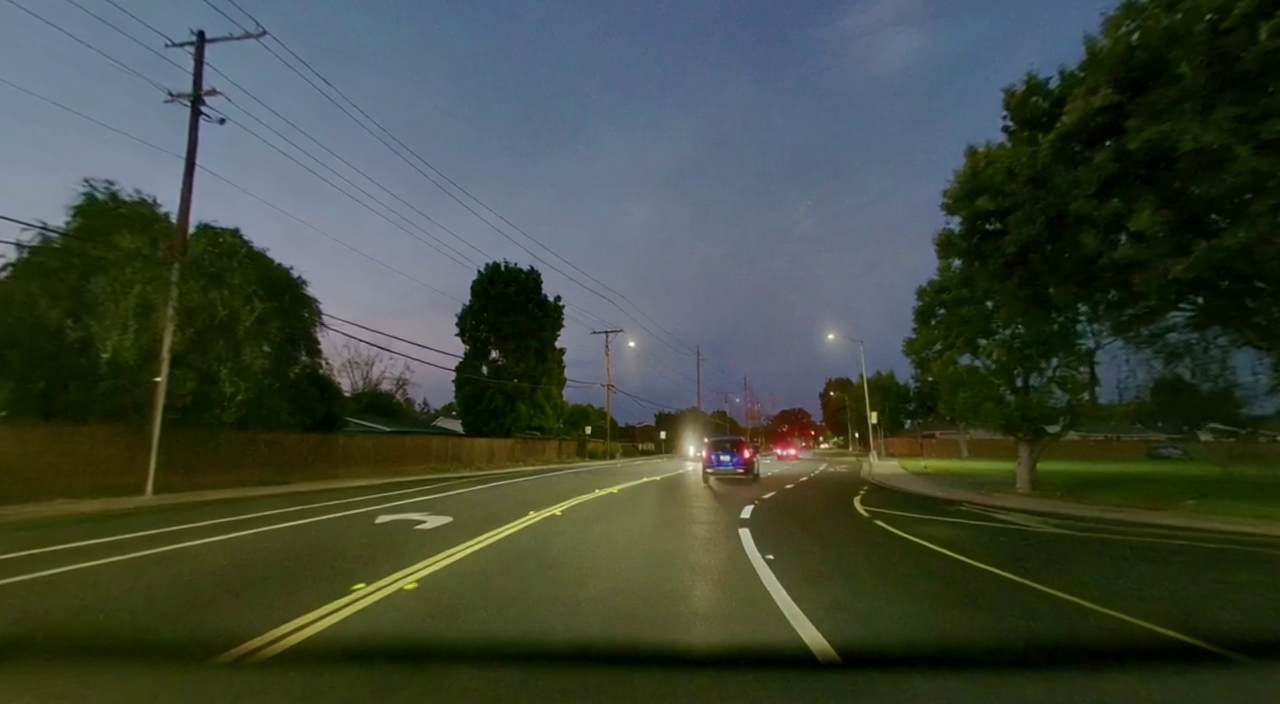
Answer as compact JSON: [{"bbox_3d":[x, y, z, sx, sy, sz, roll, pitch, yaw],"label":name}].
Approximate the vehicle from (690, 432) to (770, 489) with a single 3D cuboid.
[{"bbox_3d":[3.085,3.552,20.998,2.139,1.699,3.916,-2,-9,15],"label":"vehicle"}]
